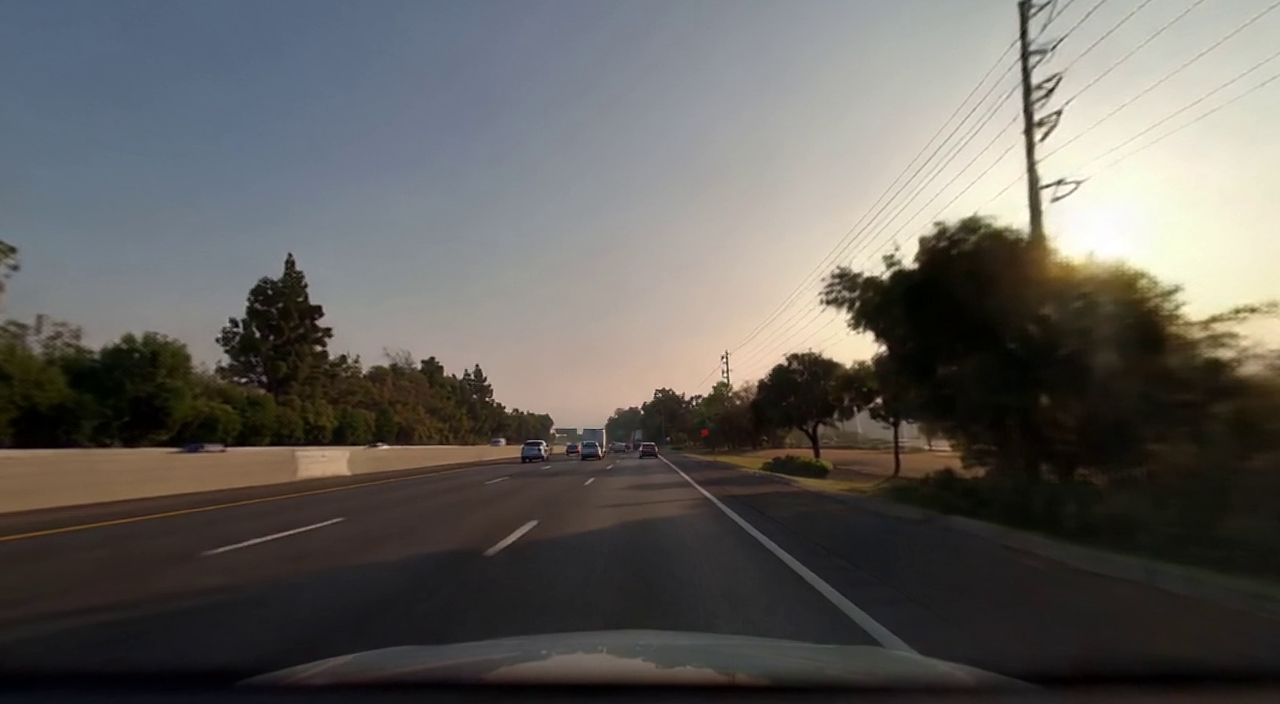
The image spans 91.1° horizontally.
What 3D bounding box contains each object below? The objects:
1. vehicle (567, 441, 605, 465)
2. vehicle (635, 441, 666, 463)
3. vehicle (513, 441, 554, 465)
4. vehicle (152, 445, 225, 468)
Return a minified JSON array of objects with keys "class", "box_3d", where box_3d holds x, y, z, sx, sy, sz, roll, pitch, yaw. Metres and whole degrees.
[{"class":"vehicle","box_3d":[-3.481,6.592,41.201,2.046,1.478,4.111,0,-8,1]},{"class":"vehicle","box_3d":[0.727,7.035,44.221,2.057,1.453,3.926,0,-8,1]},{"class":"vehicle","box_3d":[-7.059,6.700,41.940,1.936,1.497,4.251,0,-8,1]},{"class":"vehicle","box_3d":[-34.633,8.002,48.350,2.022,1.650,4.937,0,-8,-1]}]
